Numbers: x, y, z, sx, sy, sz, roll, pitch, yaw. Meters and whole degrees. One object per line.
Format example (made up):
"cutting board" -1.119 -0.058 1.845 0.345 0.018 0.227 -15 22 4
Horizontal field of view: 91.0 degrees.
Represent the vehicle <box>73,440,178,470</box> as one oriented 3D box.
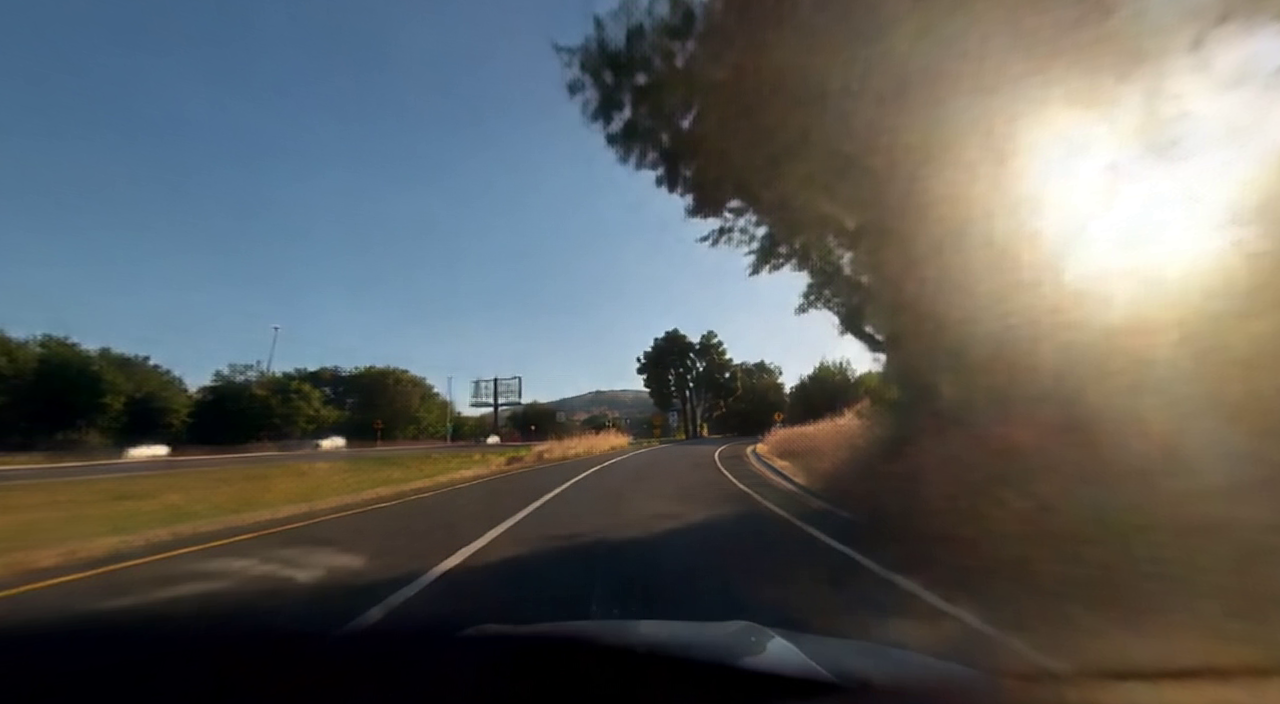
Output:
"vehicle" -35.099 7.006 43.106 1.901 1.844 5.070 -5 -9 30
